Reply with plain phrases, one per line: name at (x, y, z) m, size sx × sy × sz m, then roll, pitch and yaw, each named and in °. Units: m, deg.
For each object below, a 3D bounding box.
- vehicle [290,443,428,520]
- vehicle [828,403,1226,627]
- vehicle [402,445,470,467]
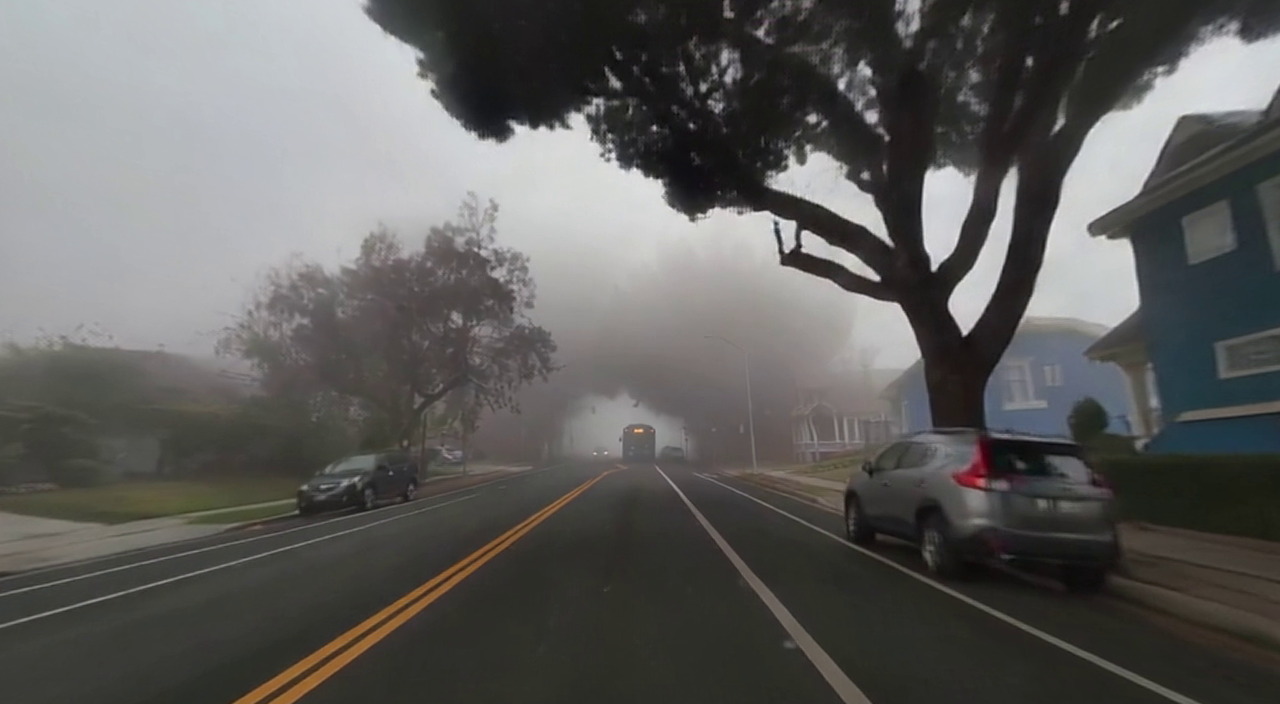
vehicle at (-7.843, 3.583, 18.152) m, size 1.898 × 1.755 × 4.603 m, roll -5°, pitch -8°, yaw -1°
vehicle at (4.248, 1.836, 8.204) m, size 2.060 × 1.833 × 4.927 m, roll 5°, pitch -9°, yaw 0°
vehicle at (-15.412, 7.861, 47.812) m, size 4.481 × 1.591 × 1.807 m, roll 0°, pitch -8°, yaw -1°
